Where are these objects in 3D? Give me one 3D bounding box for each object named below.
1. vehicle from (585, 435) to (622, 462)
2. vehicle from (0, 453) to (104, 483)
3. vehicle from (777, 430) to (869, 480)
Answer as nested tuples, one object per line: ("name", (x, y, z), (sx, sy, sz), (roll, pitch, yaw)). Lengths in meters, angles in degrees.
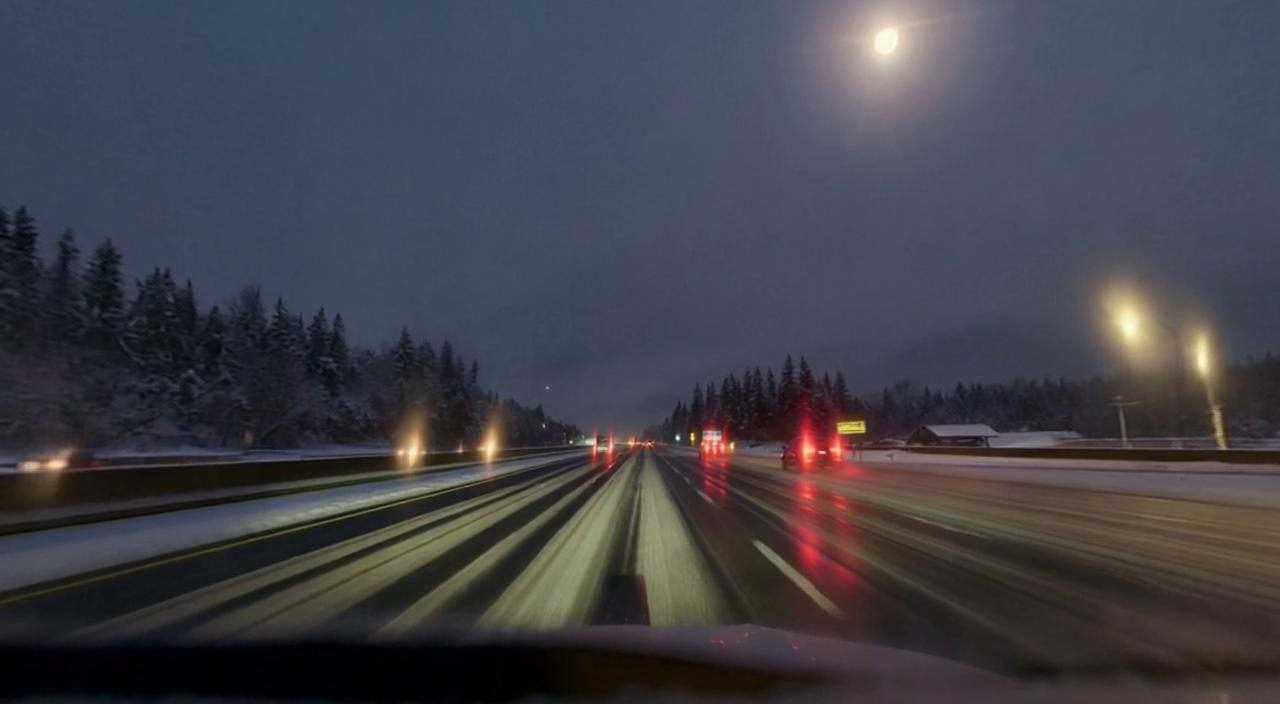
("vehicle", (-2.726, 7.364, 48.264), (2.453, 1.952, 5.320), (0, -8, 0))
("vehicle", (-39.669, 7.773, 42.522), (2.053, 1.812, 5.647), (0, -8, -1))
("vehicle", (6.706, 3.828, 23.617), (2.063, 1.706, 4.259), (0, -8, -1))
